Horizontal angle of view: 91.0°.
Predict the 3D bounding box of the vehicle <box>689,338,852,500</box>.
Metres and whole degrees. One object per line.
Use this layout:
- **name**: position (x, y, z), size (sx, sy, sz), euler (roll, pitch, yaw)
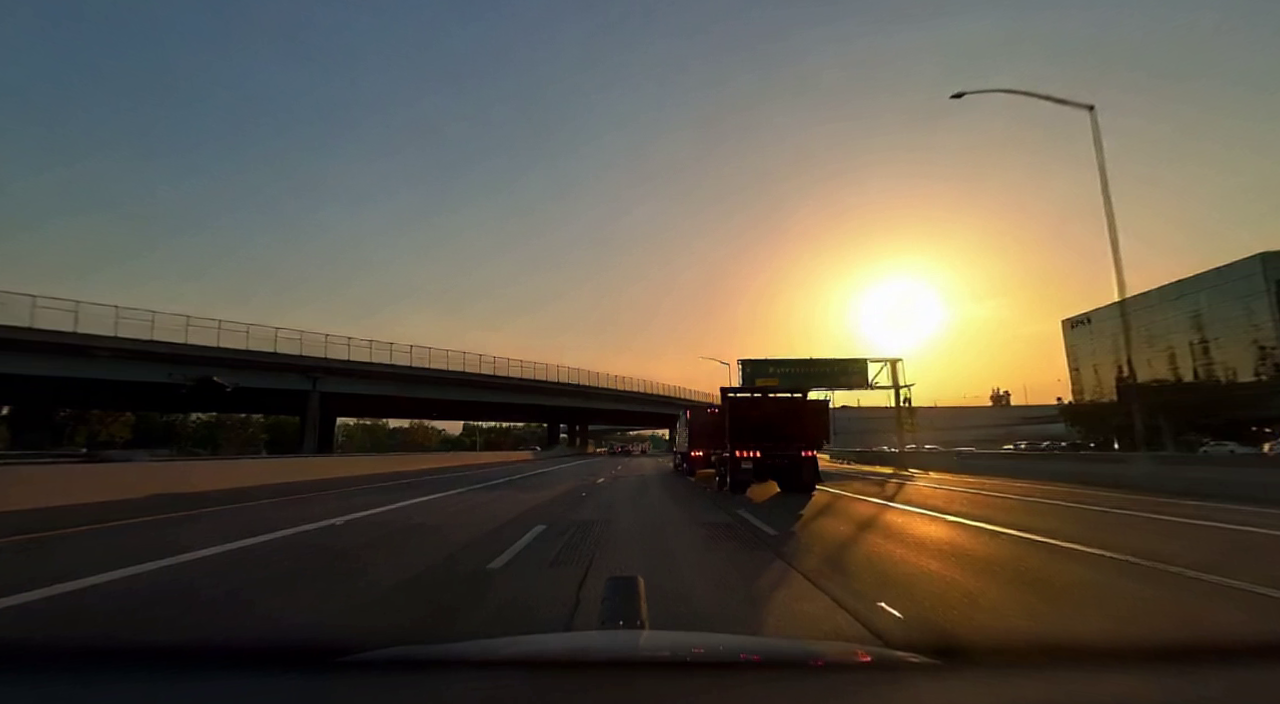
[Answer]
- **vehicle**: position (3.943, 2.872, 24.129), size (2.949, 4.149, 16.046), euler (0, -9, 1)
